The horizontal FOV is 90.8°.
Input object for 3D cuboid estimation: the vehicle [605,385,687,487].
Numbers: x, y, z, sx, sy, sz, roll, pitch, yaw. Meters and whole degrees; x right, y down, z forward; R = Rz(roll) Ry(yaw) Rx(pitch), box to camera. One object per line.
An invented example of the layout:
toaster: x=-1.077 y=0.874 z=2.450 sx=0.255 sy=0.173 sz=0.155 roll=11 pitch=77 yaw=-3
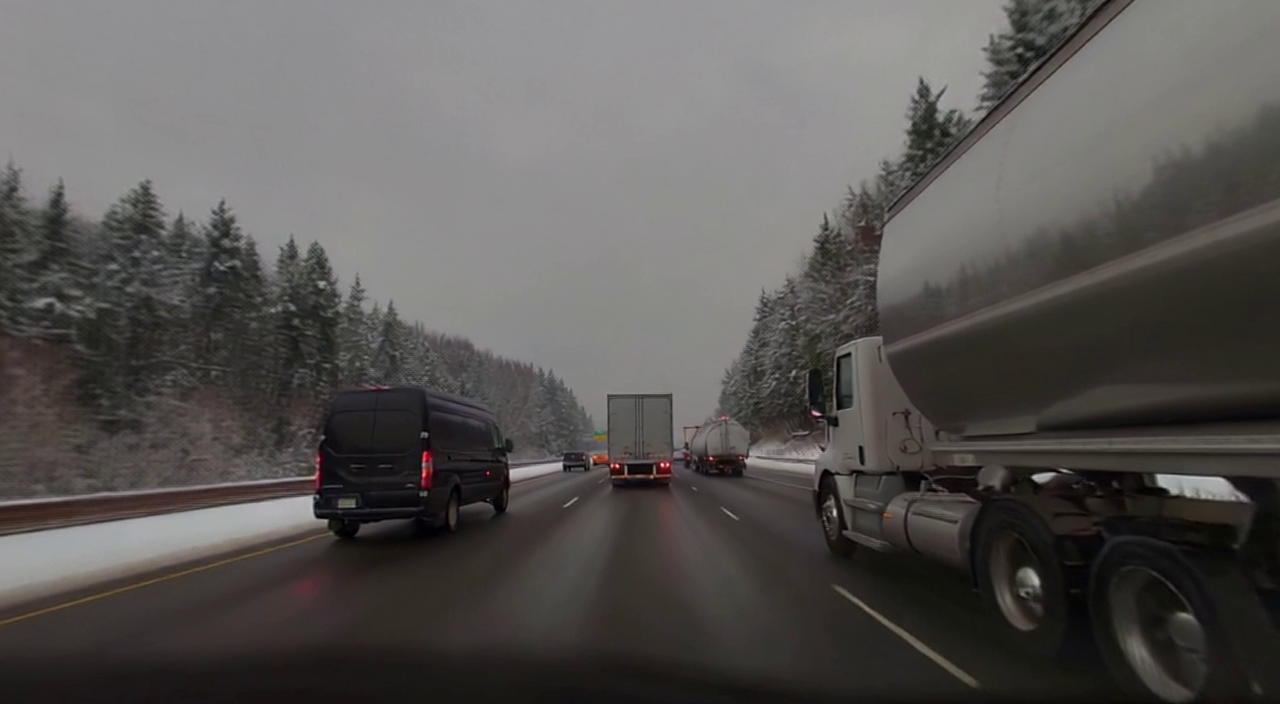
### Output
vehicle: x=0.114 y=3.567 z=26.105 sx=2.773 sy=3.455 sz=9.118 roll=0 pitch=-9 yaw=-1

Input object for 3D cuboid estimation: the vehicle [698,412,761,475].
vehicle: x=5.601 y=6.081 z=41.453 sx=2.706 sy=3.500 sz=11.483 roll=0 pitch=-9 yaw=1

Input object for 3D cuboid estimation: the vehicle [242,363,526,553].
vehicle: x=-4.037 y=1.915 z=11.753 sx=2.525 sy=2.572 sz=6.260 roll=0 pitch=-9 yaw=1

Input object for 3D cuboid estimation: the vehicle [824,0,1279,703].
vehicle: x=4.313 y=-0.241 z=3.220 sx=3.139 sy=4.152 sz=11.915 roll=0 pitch=-9 yaw=0

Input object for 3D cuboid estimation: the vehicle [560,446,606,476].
vehicle: x=-3.262 y=6.362 z=37.026 sx=2.134 sy=1.652 sz=4.439 roll=0 pitch=-9 yaw=3
